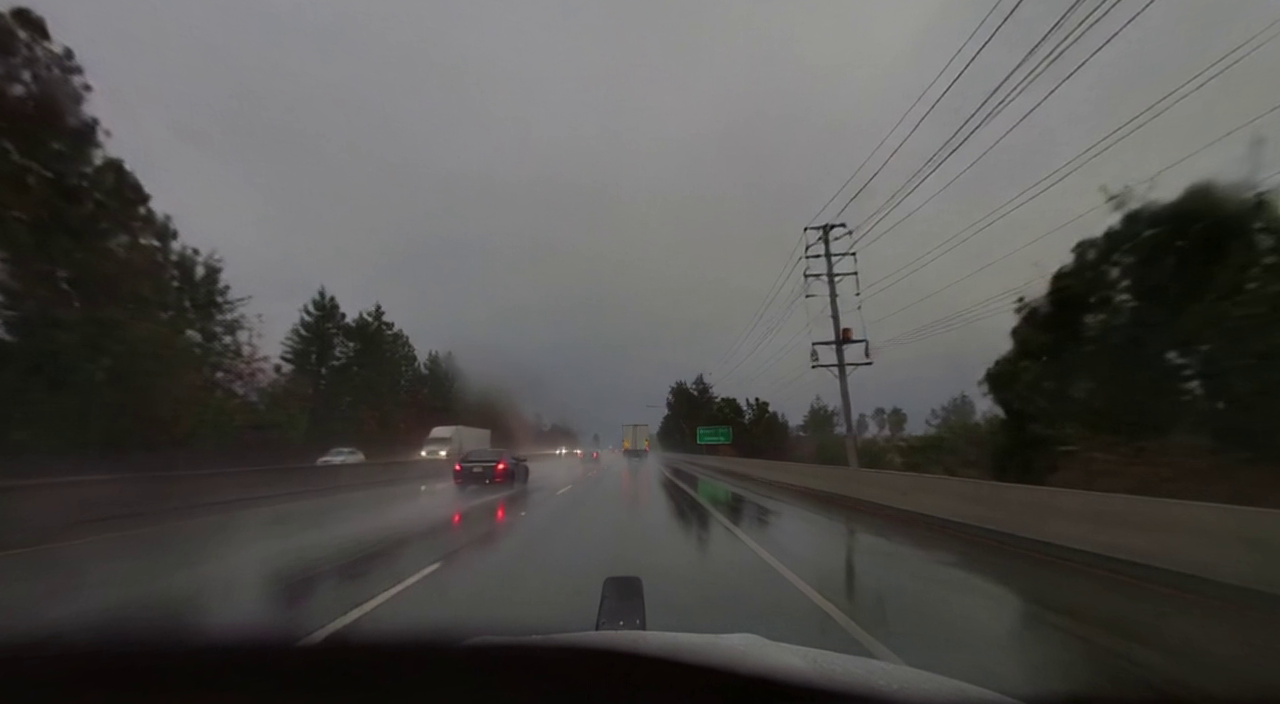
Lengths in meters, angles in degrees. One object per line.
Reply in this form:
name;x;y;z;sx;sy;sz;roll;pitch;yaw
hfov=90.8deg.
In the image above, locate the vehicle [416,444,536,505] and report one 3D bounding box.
vehicle;-4.326;3.302;17.457;2.106;1.445;4.404;0;-9;0
